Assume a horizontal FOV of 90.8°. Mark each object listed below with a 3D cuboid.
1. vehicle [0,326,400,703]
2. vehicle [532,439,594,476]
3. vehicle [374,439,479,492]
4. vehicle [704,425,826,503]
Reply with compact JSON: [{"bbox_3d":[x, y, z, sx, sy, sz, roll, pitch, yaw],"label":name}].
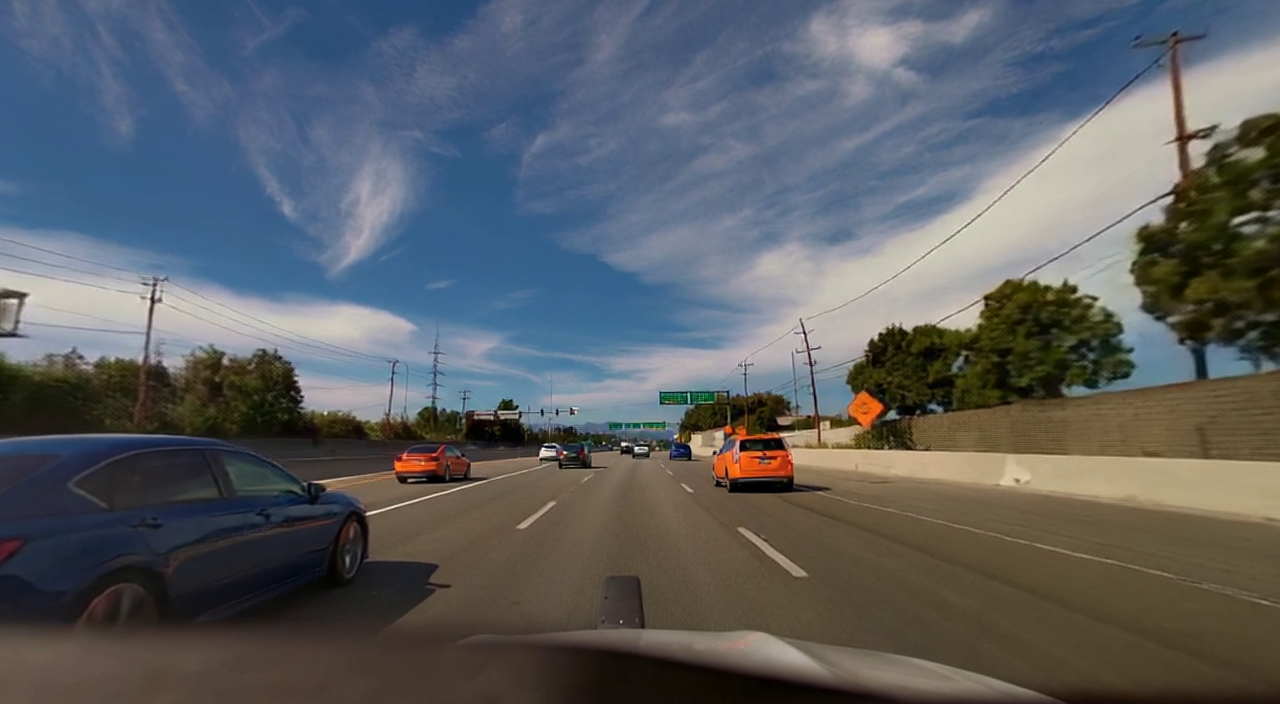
[{"bbox_3d":[-3.258,0.990,3.602,2.104,1.707,4.338,0,-8,-1],"label":"vehicle"},{"bbox_3d":[-3.252,4.565,27.584,2.066,1.488,4.377,0,-8,1],"label":"vehicle"},{"bbox_3d":[-6.645,3.548,20.168,1.903,1.482,4.180,0,-8,0],"label":"vehicle"},{"bbox_3d":[2.940,2.757,15.996,2.100,1.659,4.387,0,-8,-1],"label":"vehicle"}]
